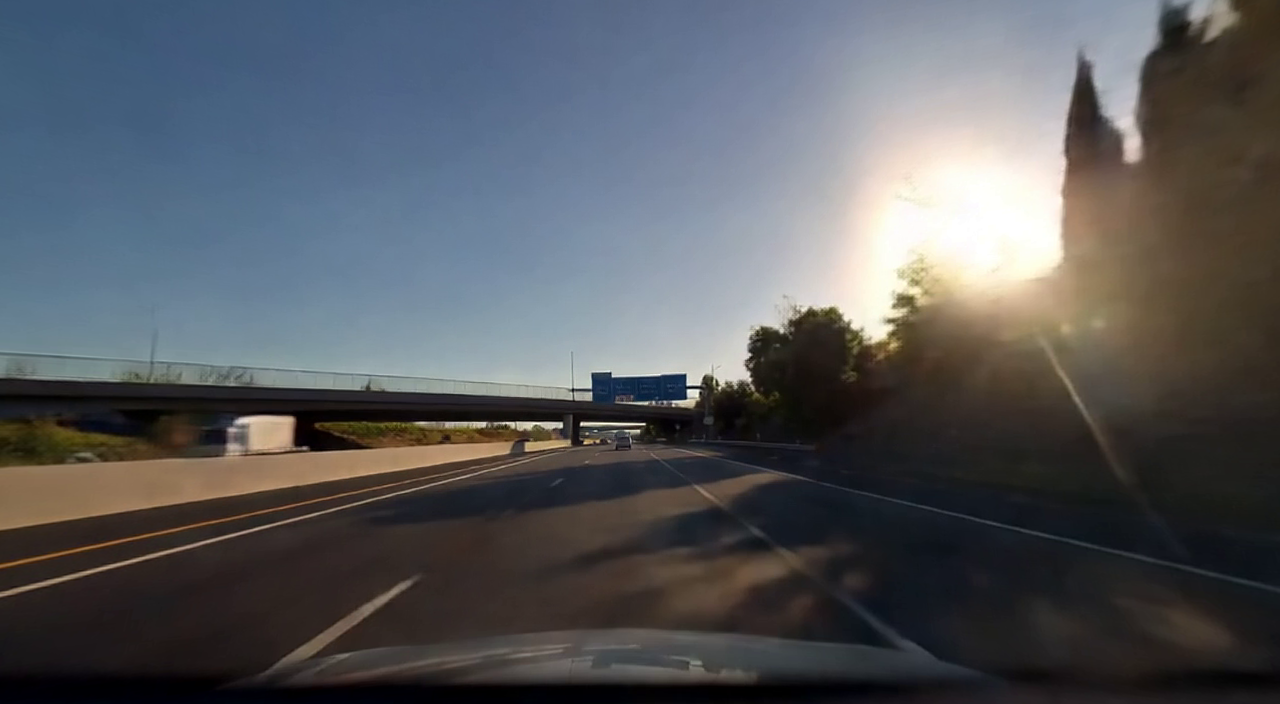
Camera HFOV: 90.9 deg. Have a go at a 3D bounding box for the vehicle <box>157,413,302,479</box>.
[{"bbox_3d":[-17.734,4.081,27.754,2.364,2.534,5.997,0,-8,-1],"label":"vehicle"}]
